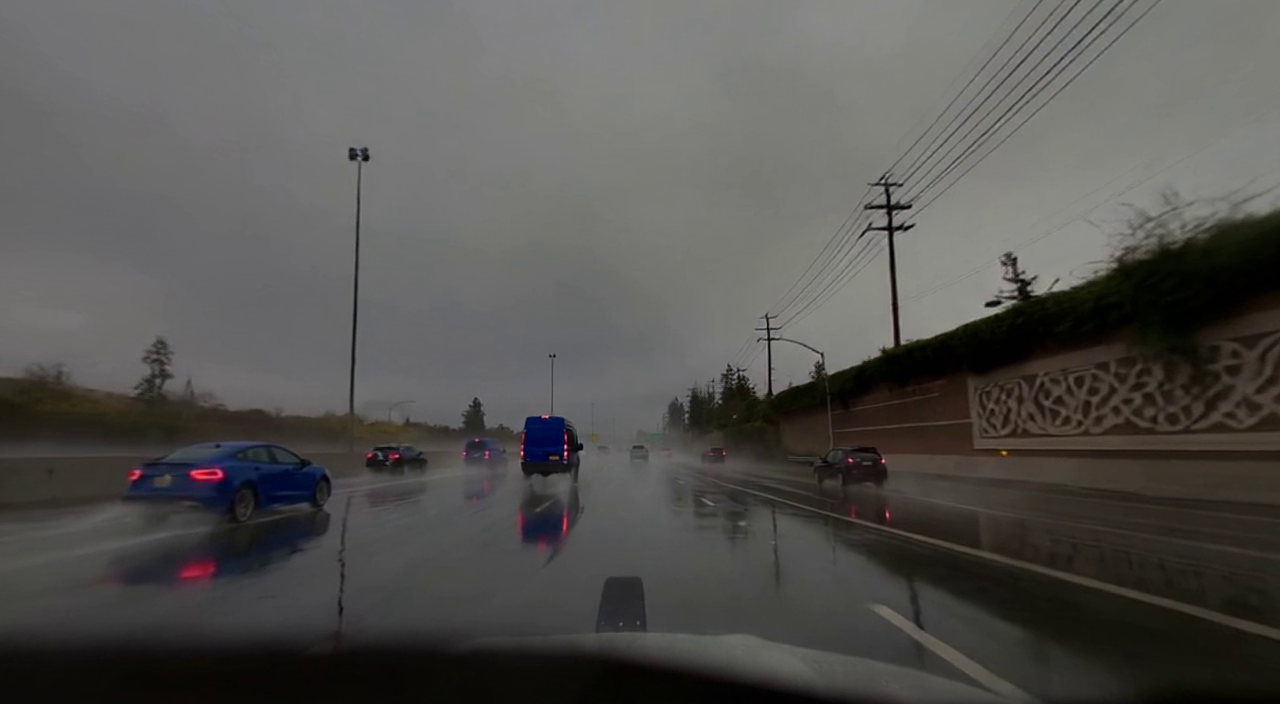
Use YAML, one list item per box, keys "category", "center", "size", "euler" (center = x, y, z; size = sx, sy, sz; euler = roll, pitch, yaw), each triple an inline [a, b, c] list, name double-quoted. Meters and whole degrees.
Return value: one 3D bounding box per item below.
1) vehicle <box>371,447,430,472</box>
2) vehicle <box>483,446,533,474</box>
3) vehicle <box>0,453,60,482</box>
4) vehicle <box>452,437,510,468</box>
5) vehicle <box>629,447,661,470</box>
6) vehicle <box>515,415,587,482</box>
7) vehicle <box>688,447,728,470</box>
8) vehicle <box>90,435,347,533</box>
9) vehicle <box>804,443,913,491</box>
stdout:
- category: "vehicle"
  center: [-15.231, 6.855, 40.380]
  size: [1.937, 1.523, 4.708]
  euler: [0, -9, 0]
- category: "vehicle"
  center: [-7.514, 6.177, 36.164]
  size: [1.944, 1.490, 4.442]
  euler: [0, -9, -1]
- category: "vehicle"
  center: [-33.792, 6.185, 33.780]
  size: [1.696, 1.466, 3.770]
  euler: [0, -9, -1]
- category: "vehicle"
  center: [-11.655, 7.428, 46.658]
  size: [2.596, 2.162, 6.328]
  euler: [0, -9, 0]
- category: "vehicle"
  center: [0.324, 7.465, 44.409]
  size: [2.084, 1.492, 4.137]
  euler: [0, -9, -2]
- category: "vehicle"
  center: [-3.840, 4.341, 28.427]
  size: [2.395, 2.660, 5.827]
  euler: [0, -9, 0]
- category: "vehicle"
  center: [4.743, 7.534, 44.747]
  size: [2.095, 1.504, 4.536]
  euler: [0, -9, -3]
- category: "vehicle"
  center: [-7.757, 2.443, 12.299]
  size: [1.967, 1.525, 4.458]
  euler: [0, -9, -1]
- category: "vehicle"
  center: [7.439, 3.958, 22.013]
  size: [2.052, 1.470, 4.364]
  euler: [0, -9, -3]
